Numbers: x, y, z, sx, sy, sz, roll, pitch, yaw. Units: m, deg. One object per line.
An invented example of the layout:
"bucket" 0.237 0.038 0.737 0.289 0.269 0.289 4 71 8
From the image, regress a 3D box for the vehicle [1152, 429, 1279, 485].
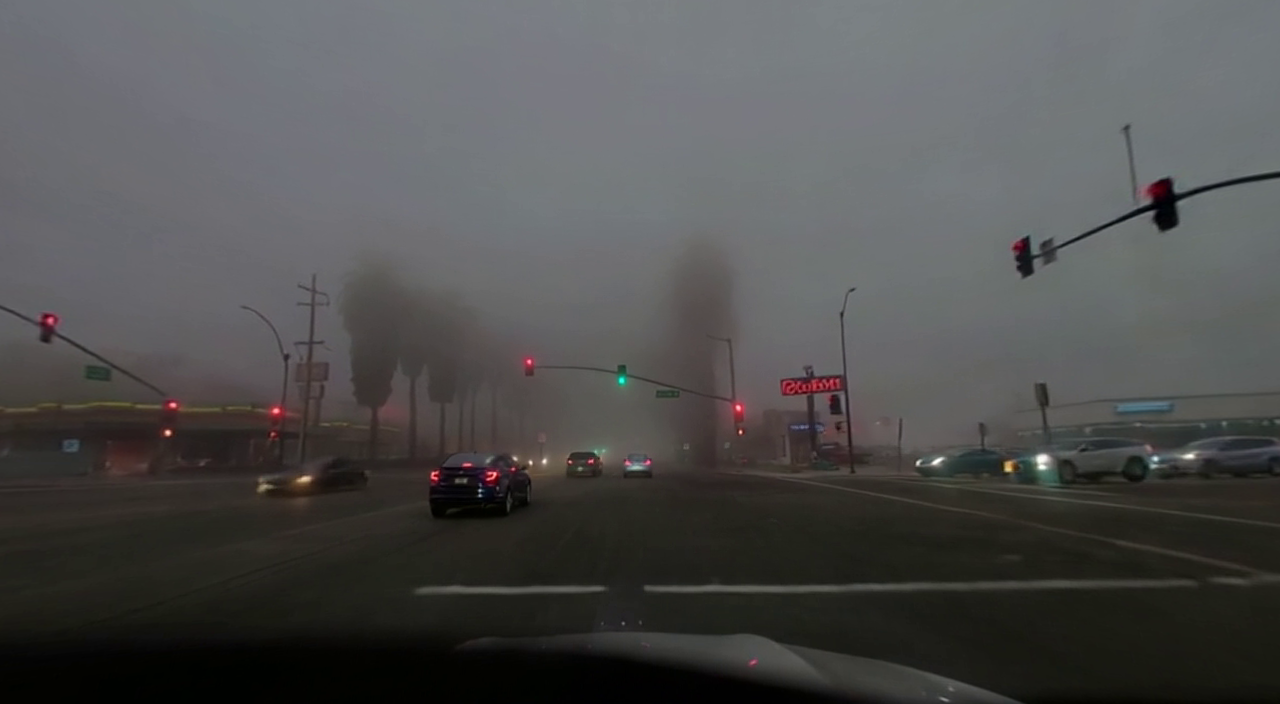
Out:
"vehicle" 20.309 3.460 20.855 4.699 1.716 2.108 0 -8 -1

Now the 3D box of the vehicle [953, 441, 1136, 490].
"vehicle" 13.137 3.693 20.655 4.532 1.504 2.087 0 -8 0

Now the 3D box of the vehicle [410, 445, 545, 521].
"vehicle" -3.602 2.966 14.849 1.904 1.513 4.410 -1 -8 2

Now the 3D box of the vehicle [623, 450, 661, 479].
"vehicle" 0.124 6.450 36.323 2.094 1.496 4.070 0 -8 0

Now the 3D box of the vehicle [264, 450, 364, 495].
"vehicle" -12.517 4.607 24.393 1.818 1.559 3.721 0 -8 1

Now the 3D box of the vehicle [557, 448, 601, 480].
"vehicle" -3.360 6.195 35.133 1.979 1.634 3.957 0 -8 1
